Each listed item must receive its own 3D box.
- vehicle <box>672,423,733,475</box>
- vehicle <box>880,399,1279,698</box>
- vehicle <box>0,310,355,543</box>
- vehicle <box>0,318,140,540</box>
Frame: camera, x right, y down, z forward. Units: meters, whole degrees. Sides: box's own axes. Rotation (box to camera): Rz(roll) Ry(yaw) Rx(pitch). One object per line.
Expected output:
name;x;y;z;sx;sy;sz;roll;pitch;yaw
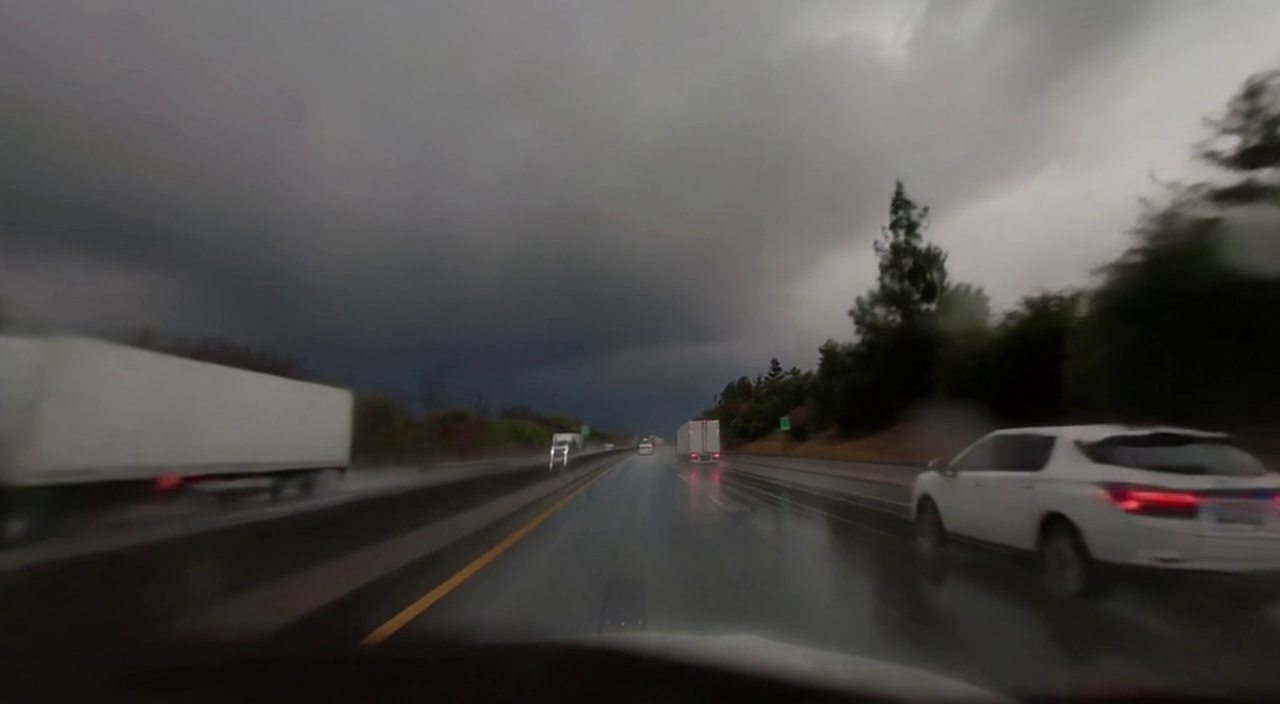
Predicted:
vehicle;3.196;5.122;33.464;2.423;2.517;5.055;0;-9;-3
vehicle;3.836;1.316;5.302;2.043;1.542;3.881;0;-9;-1
vehicle;-13.146;2.382;18.057;3.320;4.162;14.099;0;-9;0
vehicle;-13.124;1.409;11.492;2.915;4.016;5.822;0;-9;1
